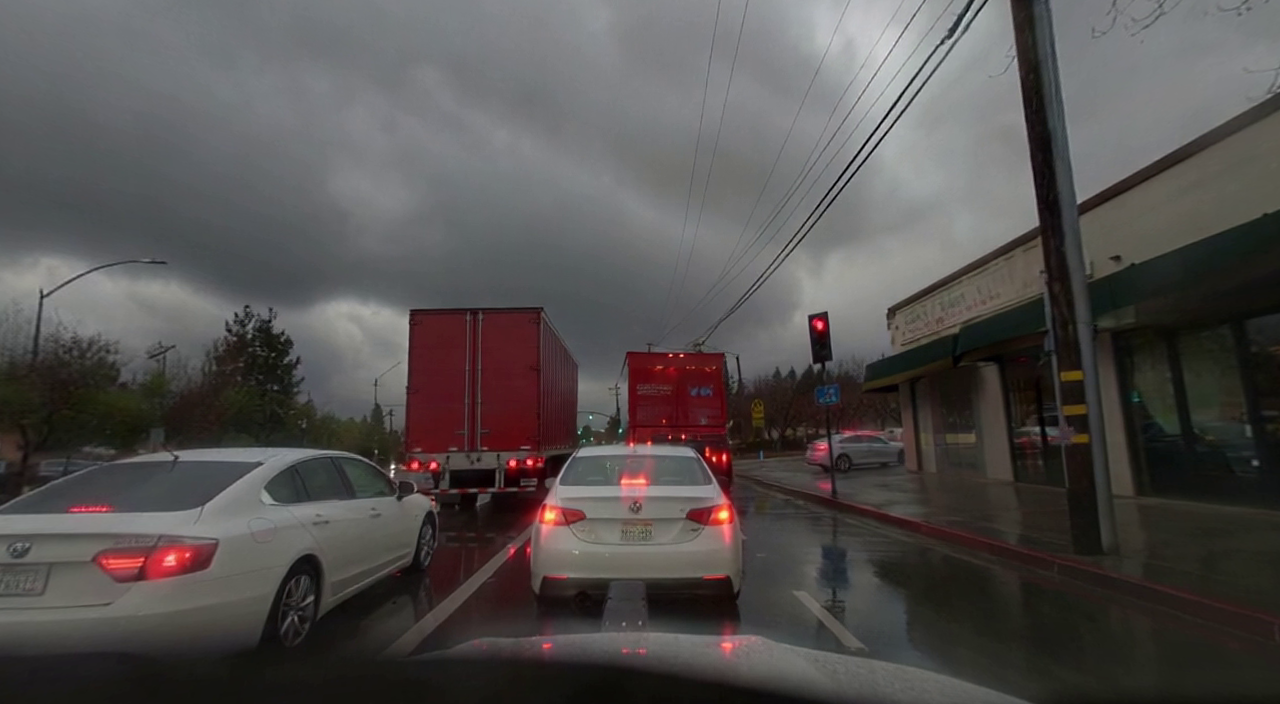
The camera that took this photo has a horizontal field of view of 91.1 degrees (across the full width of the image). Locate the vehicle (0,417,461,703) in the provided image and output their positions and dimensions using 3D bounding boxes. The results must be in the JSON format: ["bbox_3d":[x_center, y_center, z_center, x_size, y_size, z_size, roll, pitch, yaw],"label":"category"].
[{"bbox_3d":[-3.096,1.370,5.158,1.969,1.471,4.378,0,-8,0],"label":"vehicle"}]

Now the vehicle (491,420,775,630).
[{"bbox_3d":[-0.106,1.569,6.707,2.067,1.506,4.118,0,-8,-2],"label":"vehicle"}]

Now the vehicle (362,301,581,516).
[{"bbox_3d":[-3.258,1.480,14.620,3.020,3.800,7.105,0,-8,1],"label":"vehicle"}]

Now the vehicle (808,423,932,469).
[{"bbox_3d":[10.218,4.185,27.998,4.681,1.713,1.969,-1,-10,-11],"label":"vehicle"}]
